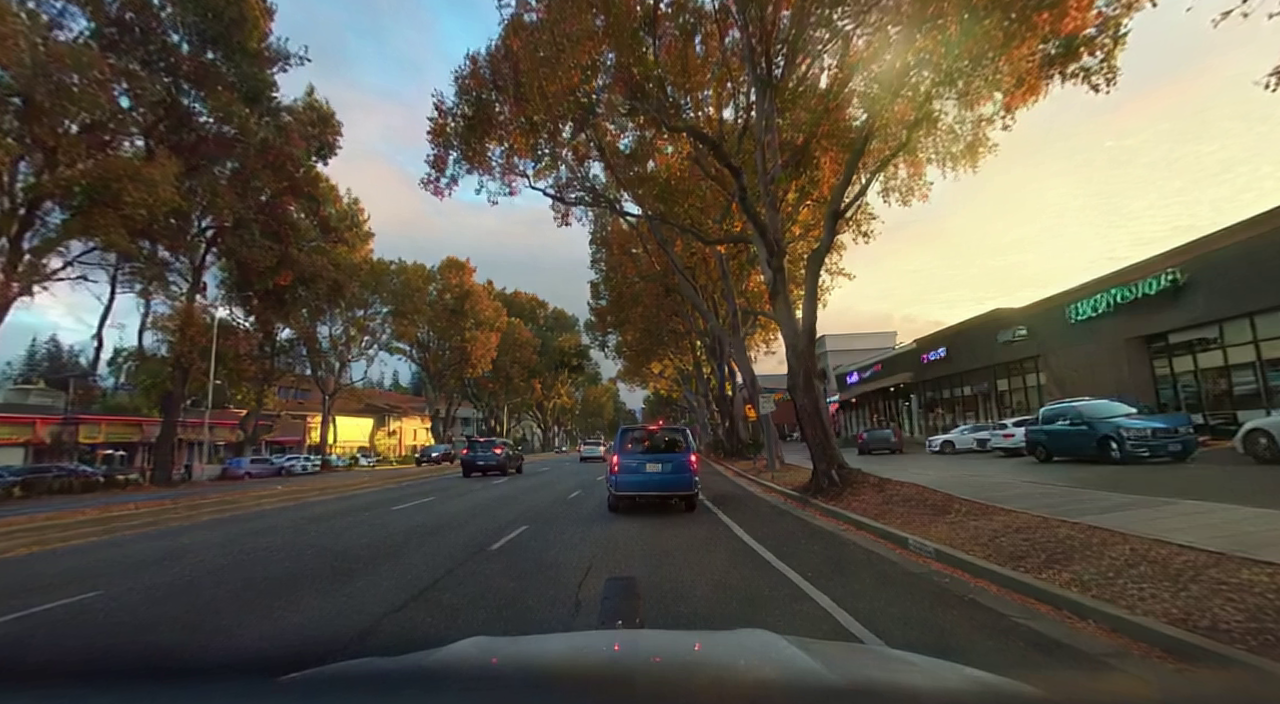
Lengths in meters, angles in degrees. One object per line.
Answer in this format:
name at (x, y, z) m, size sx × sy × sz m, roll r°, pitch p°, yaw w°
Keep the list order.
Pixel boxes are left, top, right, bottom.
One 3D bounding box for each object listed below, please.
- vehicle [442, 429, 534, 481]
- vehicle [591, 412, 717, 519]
vehicle at (-6.048, 4.170, 25.801) m, size 2.154 × 1.902 × 4.735 m, roll -1°, pitch -9°, yaw 6°
vehicle at (0.322, 2.276, 13.079) m, size 2.173 × 1.830 × 4.189 m, roll 0°, pitch -9°, yaw 2°
